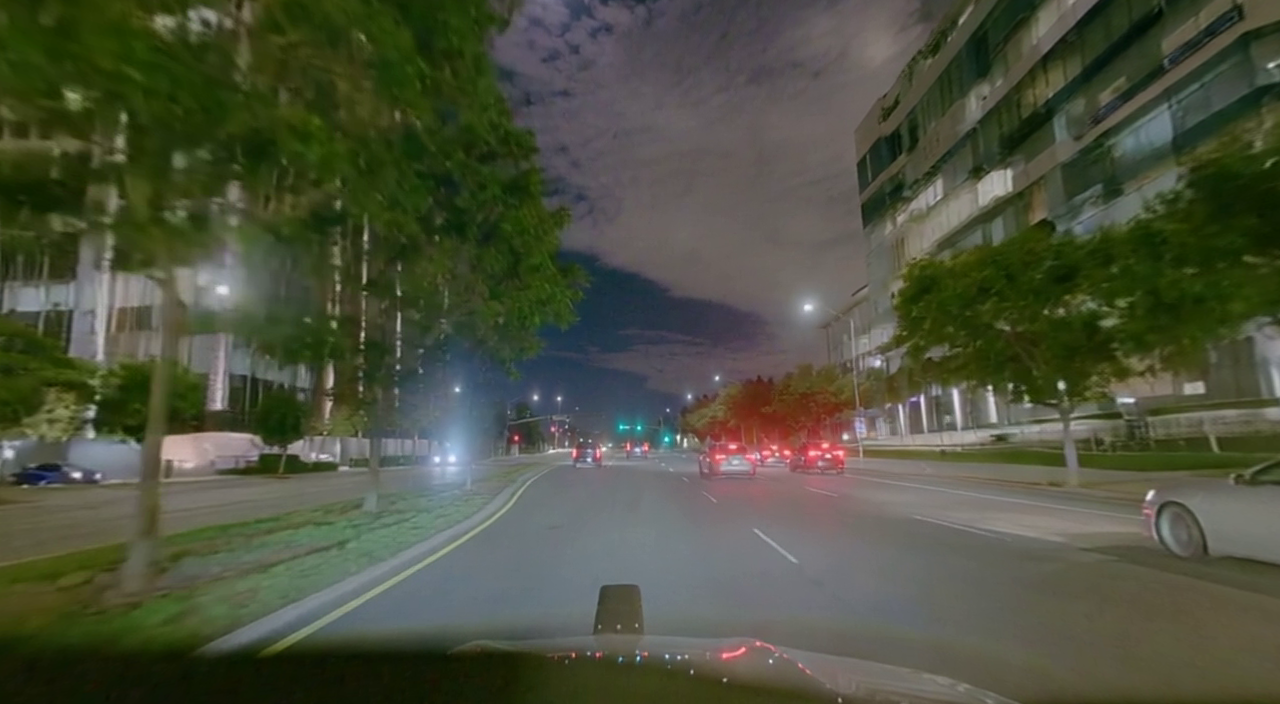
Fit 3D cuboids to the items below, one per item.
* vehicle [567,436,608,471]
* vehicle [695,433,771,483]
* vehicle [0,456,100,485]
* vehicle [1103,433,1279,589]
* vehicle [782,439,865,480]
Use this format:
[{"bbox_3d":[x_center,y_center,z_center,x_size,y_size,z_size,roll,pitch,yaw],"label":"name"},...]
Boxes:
[{"bbox_3d":[-2.880,5.648,35.323,2.155,1.797,3.989,0,-8,-3],"label":"vehicle"},{"bbox_3d":[3.546,4.162,25.102,2.152,1.742,4.704,0,-8,-2],"label":"vehicle"},{"bbox_3d":[-33.908,6.758,36.013,4.468,1.535,1.940,0,-8,1],"label":"vehicle"},{"bbox_3d":[6.893,1.471,5.855,1.830,1.443,4.351,0,-8,-1],"label":"vehicle"},{"bbox_3d":[7.421,4.386,26.067,1.944,1.503,4.723,0,-8,-1],"label":"vehicle"}]
